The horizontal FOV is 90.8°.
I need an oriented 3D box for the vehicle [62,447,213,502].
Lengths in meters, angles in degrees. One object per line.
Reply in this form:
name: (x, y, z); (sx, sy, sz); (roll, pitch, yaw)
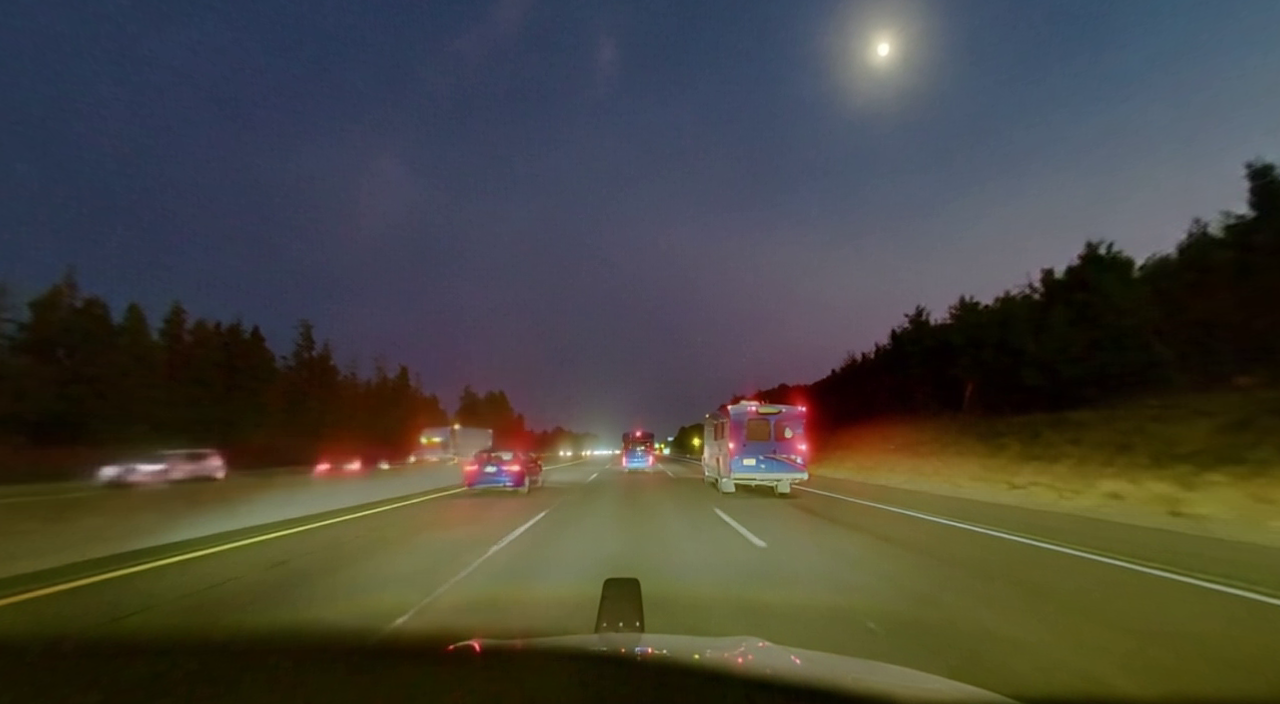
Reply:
vehicle: (-15.700, 3.807, 19.992); (1.875, 1.545, 3.440); (0, -9, 1)

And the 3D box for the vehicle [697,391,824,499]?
vehicle: (3.593, 3.064, 20.791); (2.607, 2.910, 7.252); (0, -9, -1)

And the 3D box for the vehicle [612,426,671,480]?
vehicle: (0.043, 4.750, 29.772); (2.524, 2.310, 4.986); (0, -9, 0)

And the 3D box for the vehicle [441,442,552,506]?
vehicle: (-3.782, 3.290, 17.500); (1.959, 1.502, 4.559); (0, -9, 1)

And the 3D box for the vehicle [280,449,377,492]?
vehicle: (-11.534, 4.375, 23.653); (1.724, 1.444, 3.710); (0, -9, 1)

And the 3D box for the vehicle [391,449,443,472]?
vehicle: (-15.764, 7.702, 44.859); (2.046, 1.505, 4.296); (0, -9, 0)
